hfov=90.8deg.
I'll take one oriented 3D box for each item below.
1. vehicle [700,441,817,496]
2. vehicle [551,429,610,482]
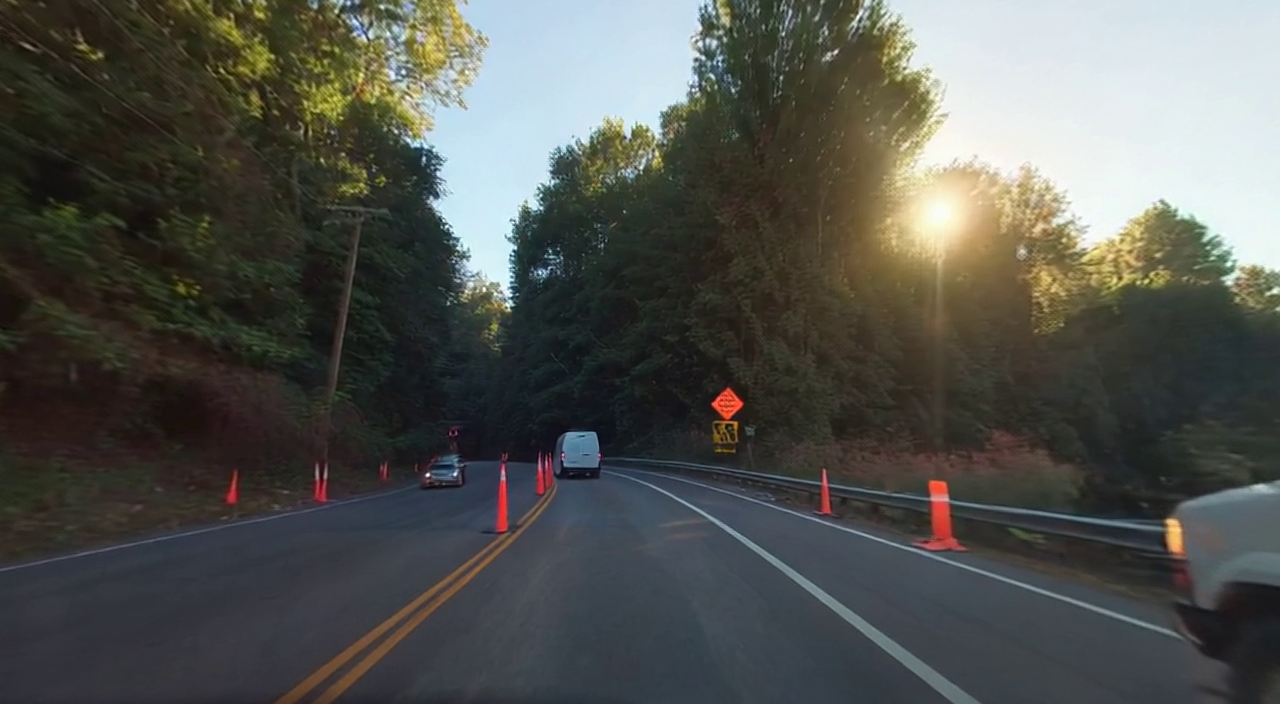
[{"bbox_3d":[3.086,3.148,17.427,2.277,1.299,3.889,0,-9,-3],"label":"vehicle"},{"bbox_3d":[-2.866,4.791,29.419,2.362,2.247,4.892,2,-9,-10],"label":"vehicle"}]
